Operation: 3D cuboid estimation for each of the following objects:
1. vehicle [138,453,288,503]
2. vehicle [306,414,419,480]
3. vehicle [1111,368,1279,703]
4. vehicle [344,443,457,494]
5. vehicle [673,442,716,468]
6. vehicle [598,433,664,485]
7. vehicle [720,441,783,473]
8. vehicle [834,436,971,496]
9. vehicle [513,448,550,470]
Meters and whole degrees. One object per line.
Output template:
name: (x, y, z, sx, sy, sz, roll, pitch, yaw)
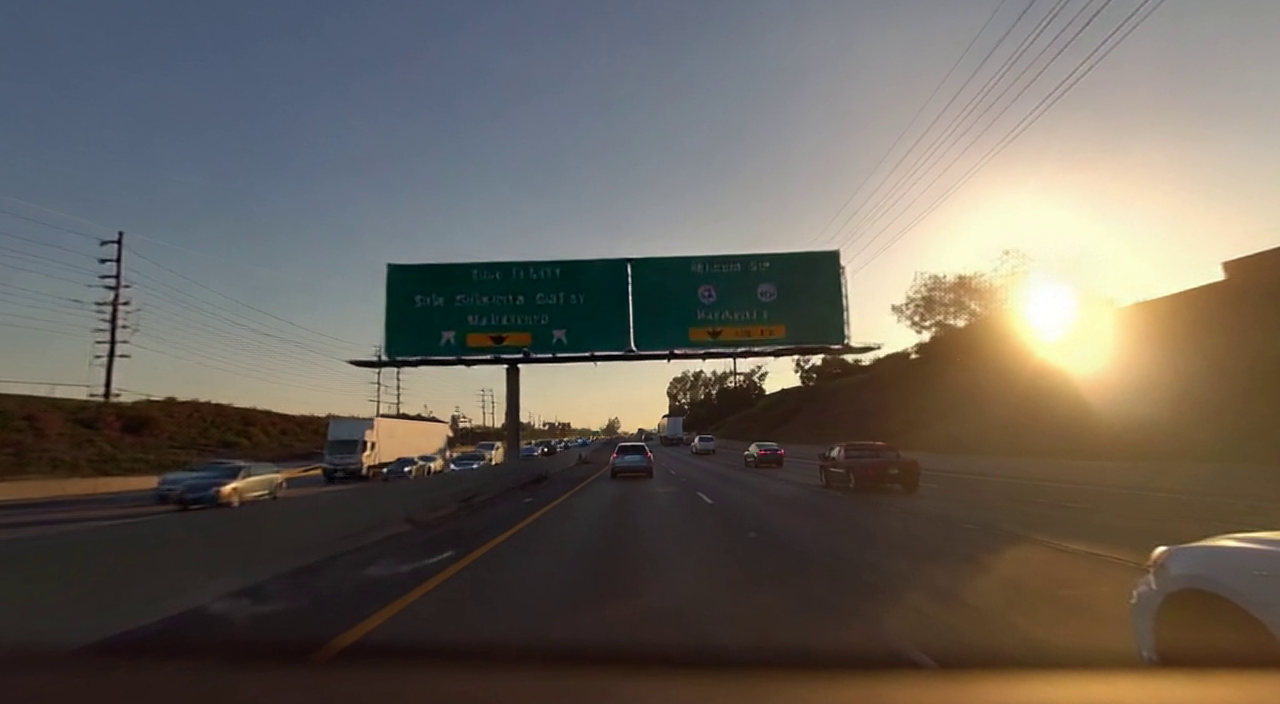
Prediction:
vehicle: (-14.813, 4.356, 22.315, 1.924, 1.472, 4.767, 0, -8, 1)
vehicle: (-18.286, 6.381, 42.657, 3.068, 3.921, 9.552, 0, -8, 1)
vehicle: (3.325, 0.668, 1.157, 1.967, 1.547, 3.777, 0, -8, 0)
vehicle: (-8.273, 4.041, 22.385, 2.069, 1.613, 4.660, 0, -8, 2)
vehicle: (3.276, 6.300, 38.738, 2.115, 1.481, 3.968, 0, -8, -2)
vehicle: (-0.346, 4.056, 24.246, 2.298, 1.809, 4.359, 0, -8, -1)
vehicle: (5.536, 5.275, 31.980, 1.934, 1.461, 4.368, 1, -8, -7)
vehicle: (7.188, 3.149, 17.847, 1.958, 1.473, 4.201, 0, -8, -1)
vehicle: (-7.984, 7.887, 46.703, 1.931, 1.541, 4.018, 0, -8, 1)
